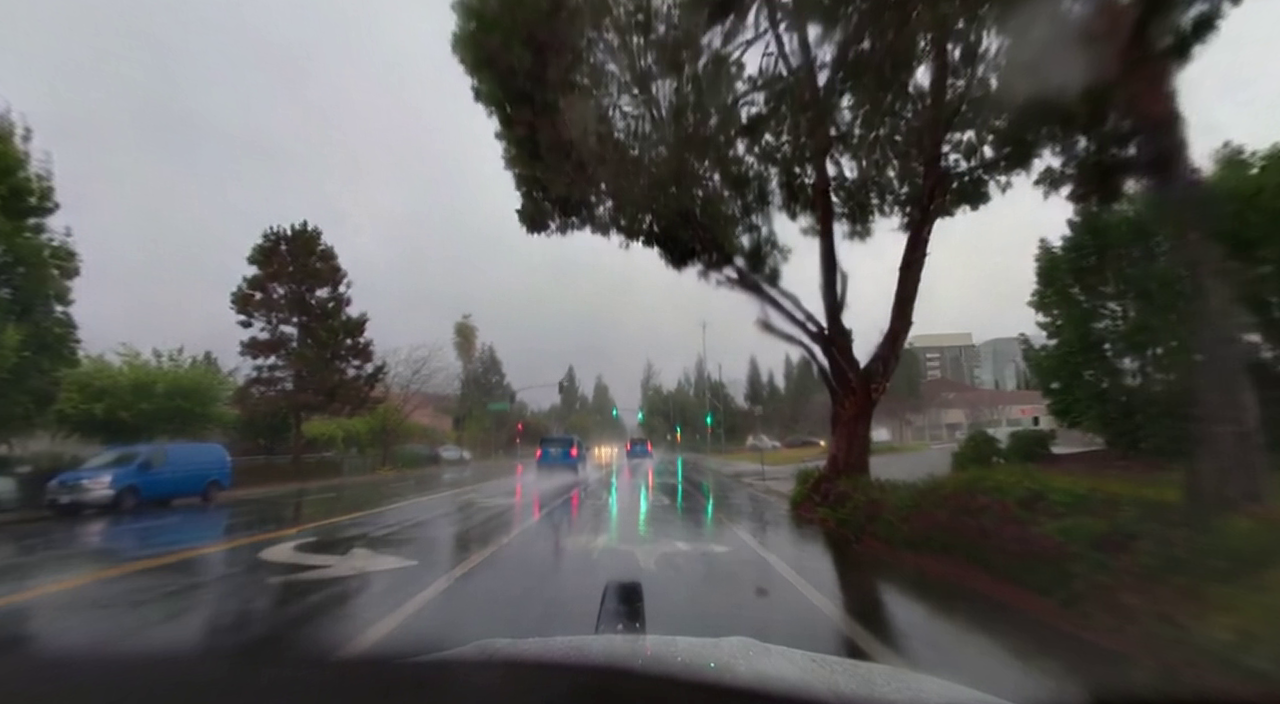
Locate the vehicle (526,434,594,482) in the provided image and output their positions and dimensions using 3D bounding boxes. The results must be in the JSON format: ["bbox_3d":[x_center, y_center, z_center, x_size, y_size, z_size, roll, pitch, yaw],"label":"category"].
[{"bbox_3d":[-3.094,4.200,25.370,2.097,1.755,4.336,0,-8,1],"label":"vehicle"}]

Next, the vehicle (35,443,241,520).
[{"bbox_3d":[-14.051,3.591,18.171,1.996,1.886,4.692,0,-8,0],"label":"vehicle"}]

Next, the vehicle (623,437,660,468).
[{"bbox_3d":[0.051,6.081,38.372,2.088,1.735,4.801,0,-8,-1],"label":"vehicle"}]
